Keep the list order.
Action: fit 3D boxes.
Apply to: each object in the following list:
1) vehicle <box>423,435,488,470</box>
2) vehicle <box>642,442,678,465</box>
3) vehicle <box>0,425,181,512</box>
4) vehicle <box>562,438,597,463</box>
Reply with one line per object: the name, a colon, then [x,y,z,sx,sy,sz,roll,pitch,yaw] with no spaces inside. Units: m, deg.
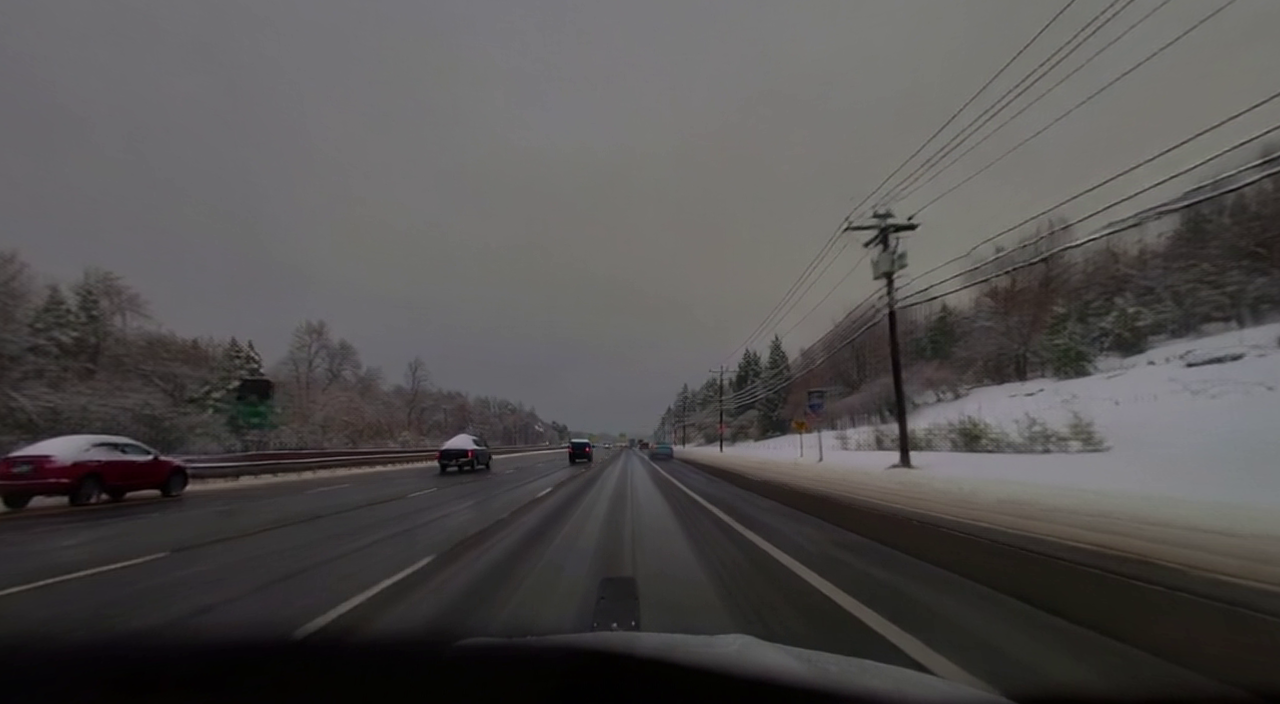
vehicle: [-10.246,5.623,35.533,2.115,1.799,5.444,0,-9,-1]
vehicle: [1.270,6.733,42.004,2.015,1.391,3.897,1,-9,-4]
vehicle: [-13.915,2.681,14.970,2.257,1.727,5.036,0,-9,0]
vehicle: [-4.223,7.036,45.020,2.121,1.673,4.443,0,-9,-1]
